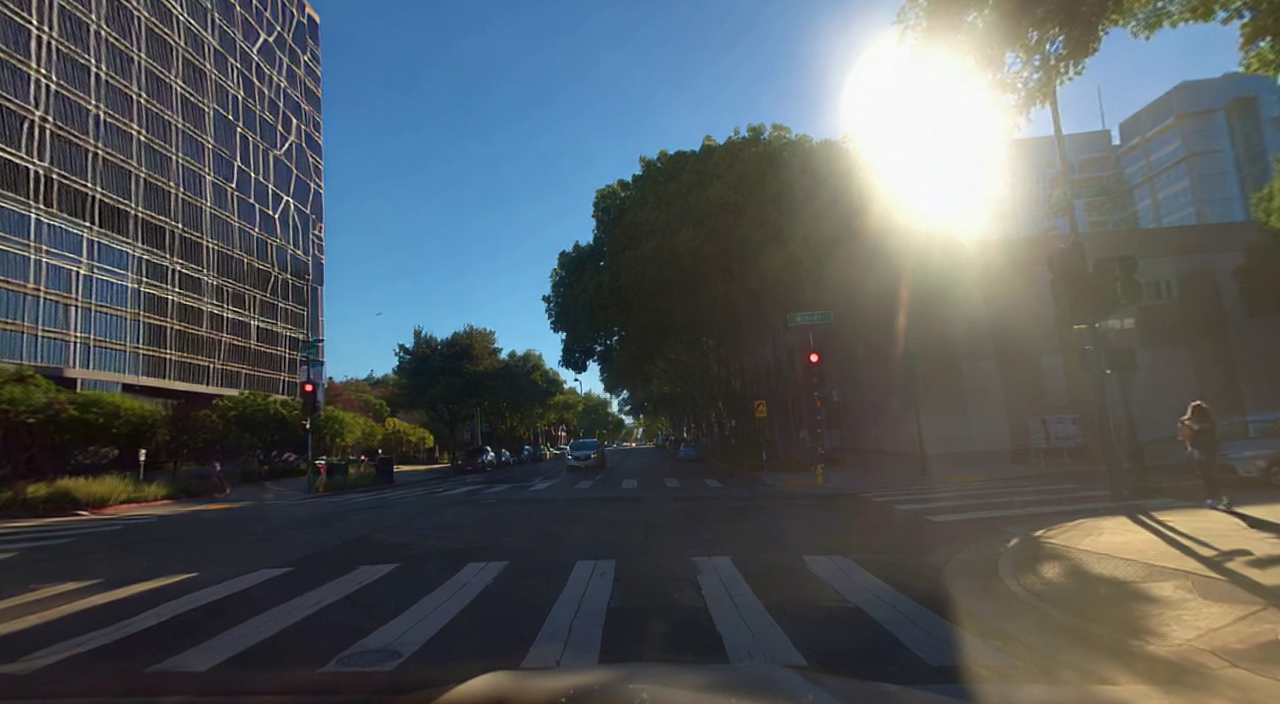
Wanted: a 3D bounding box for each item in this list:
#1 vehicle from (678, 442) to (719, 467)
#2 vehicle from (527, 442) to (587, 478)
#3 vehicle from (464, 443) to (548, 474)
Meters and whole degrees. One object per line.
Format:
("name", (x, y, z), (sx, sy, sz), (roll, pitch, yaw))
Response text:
("vehicle", (3.544, 6.276, 38.857), (1.853, 1.426, 4.160), (1, -8, -3))
("vehicle", (-3.666, 4.846, 28.633), (1.989, 1.481, 4.500), (0, -8, 1))
("vehicle", (-8.020, 6.362, 38.015), (4.526, 1.726, 1.963), (8, -12, -44))
